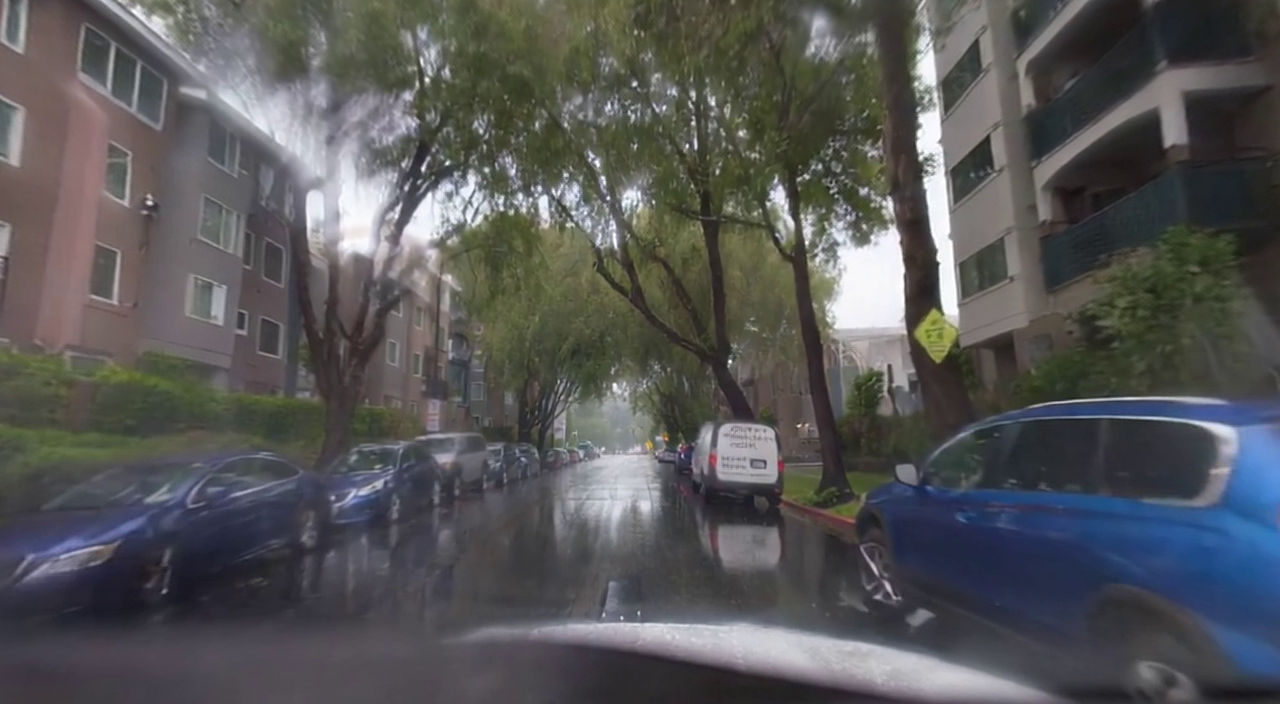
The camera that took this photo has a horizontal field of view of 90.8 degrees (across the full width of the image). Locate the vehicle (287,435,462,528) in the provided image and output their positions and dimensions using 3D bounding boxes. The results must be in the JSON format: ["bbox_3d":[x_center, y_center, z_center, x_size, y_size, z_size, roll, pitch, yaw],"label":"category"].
[{"bbox_3d":[-5.648,2.763,14.210,1.838,1.725,4.660,0,-8,1],"label":"vehicle"}]

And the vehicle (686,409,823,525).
[{"bbox_3d":[2.608,2.665,15.996,2.259,2.119,5.281,0,-2,-3],"label":"vehicle"}]

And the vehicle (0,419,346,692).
[{"bbox_3d":[-5.617,1.839,7.317,2.101,1.646,5.001,-1,-1,-1],"label":"vehicle"}]

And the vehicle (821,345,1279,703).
[{"bbox_3d":[2.837,1.085,3.656,2.031,1.655,5.148,0,-8,0],"label":"vehicle"}]
